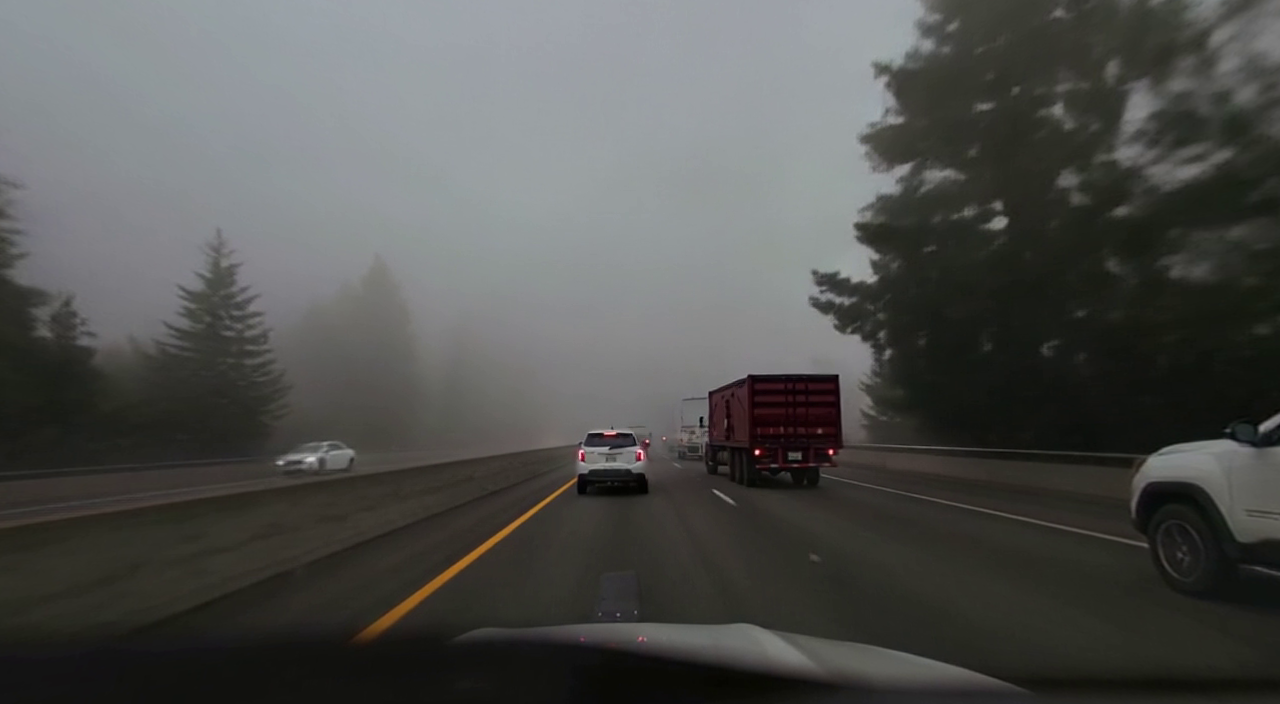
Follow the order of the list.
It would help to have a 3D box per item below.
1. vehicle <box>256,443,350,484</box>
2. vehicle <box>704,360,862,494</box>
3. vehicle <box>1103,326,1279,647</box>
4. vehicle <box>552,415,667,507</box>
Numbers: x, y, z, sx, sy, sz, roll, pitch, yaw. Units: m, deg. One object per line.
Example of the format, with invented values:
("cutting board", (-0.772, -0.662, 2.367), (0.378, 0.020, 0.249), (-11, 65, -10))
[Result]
("vehicle", (-13.513, 4.453, 25.530), (1.787, 1.453, 3.660), (0, -8, 0))
("vehicle", (3.653, 2.238, 18.571), (2.723, 3.027, 8.478), (0, -7, 0))
("vehicle", (4.830, 0.722, 3.157), (2.011, 1.905, 3.905), (0, -7, 1))
("vehicle", (-0.571, 2.250, 13.530), (2.082, 1.638, 4.055), (0, -8, -1))
